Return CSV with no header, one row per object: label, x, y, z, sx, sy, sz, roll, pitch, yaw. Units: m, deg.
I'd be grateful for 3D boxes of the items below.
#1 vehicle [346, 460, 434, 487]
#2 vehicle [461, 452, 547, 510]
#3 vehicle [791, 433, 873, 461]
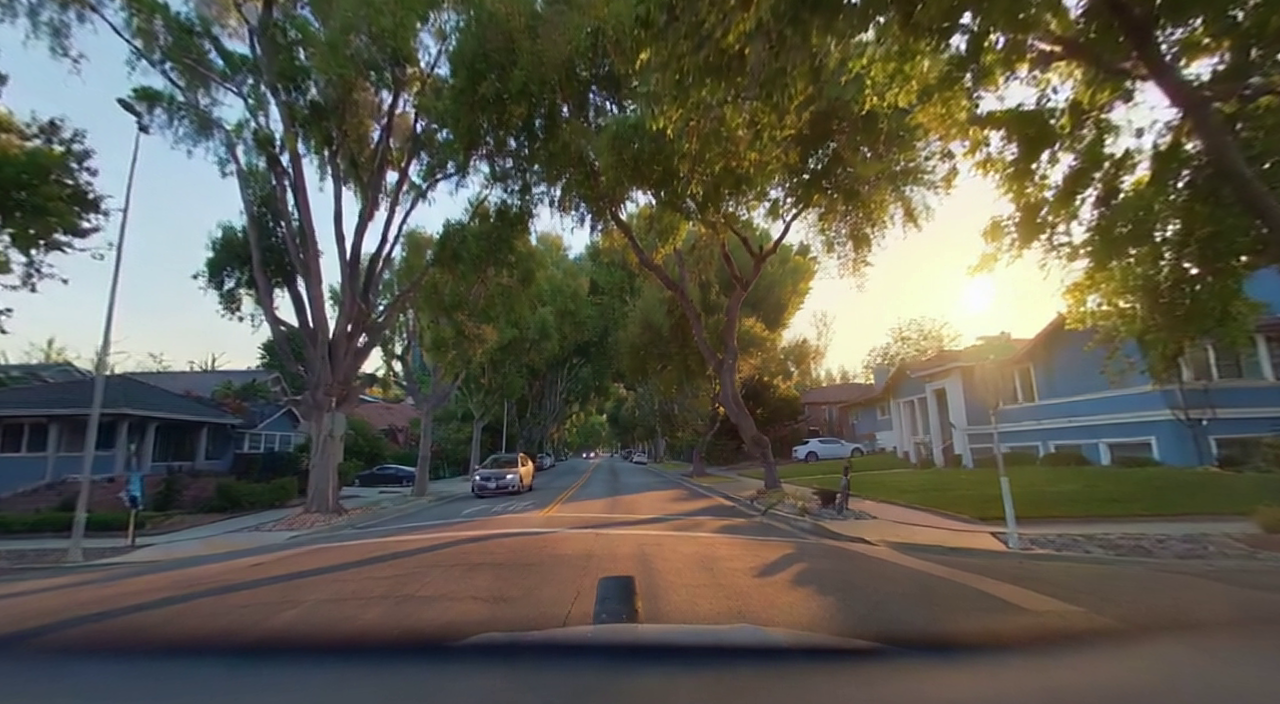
vehicle,-14.920,7.258,37.748,4.487,1.464,1.889,-3,-11,8
vehicle,-4.505,4.326,21.642,1.973,1.683,4.400,0,-8,0
vehicle,11.407,5.672,37.837,4.389,1.480,2.038,-2,-6,8
